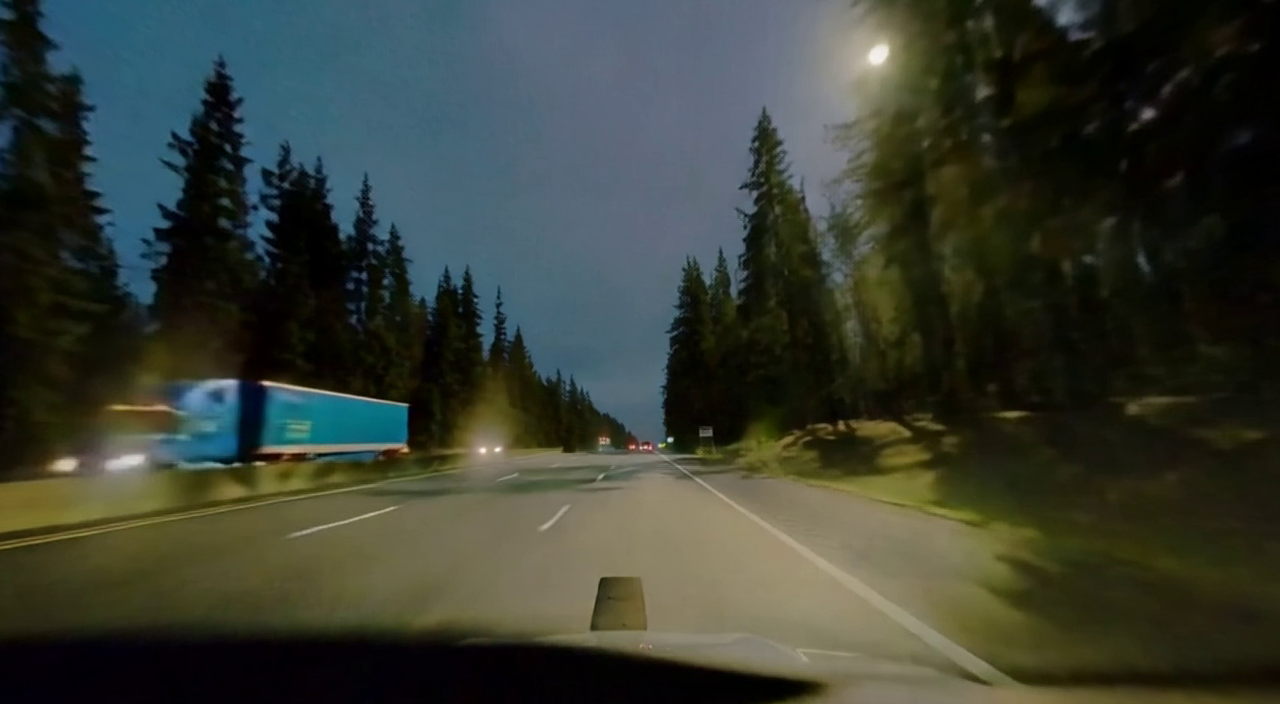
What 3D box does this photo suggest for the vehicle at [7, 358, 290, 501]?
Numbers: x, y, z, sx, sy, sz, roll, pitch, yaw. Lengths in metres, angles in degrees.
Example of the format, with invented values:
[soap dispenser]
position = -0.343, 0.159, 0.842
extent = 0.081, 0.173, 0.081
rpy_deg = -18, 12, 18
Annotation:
[vehicle]
position = -17.165, 2.918, 23.301
extent = 3.317, 4.278, 8.478
rpy_deg = 0, -8, 1
